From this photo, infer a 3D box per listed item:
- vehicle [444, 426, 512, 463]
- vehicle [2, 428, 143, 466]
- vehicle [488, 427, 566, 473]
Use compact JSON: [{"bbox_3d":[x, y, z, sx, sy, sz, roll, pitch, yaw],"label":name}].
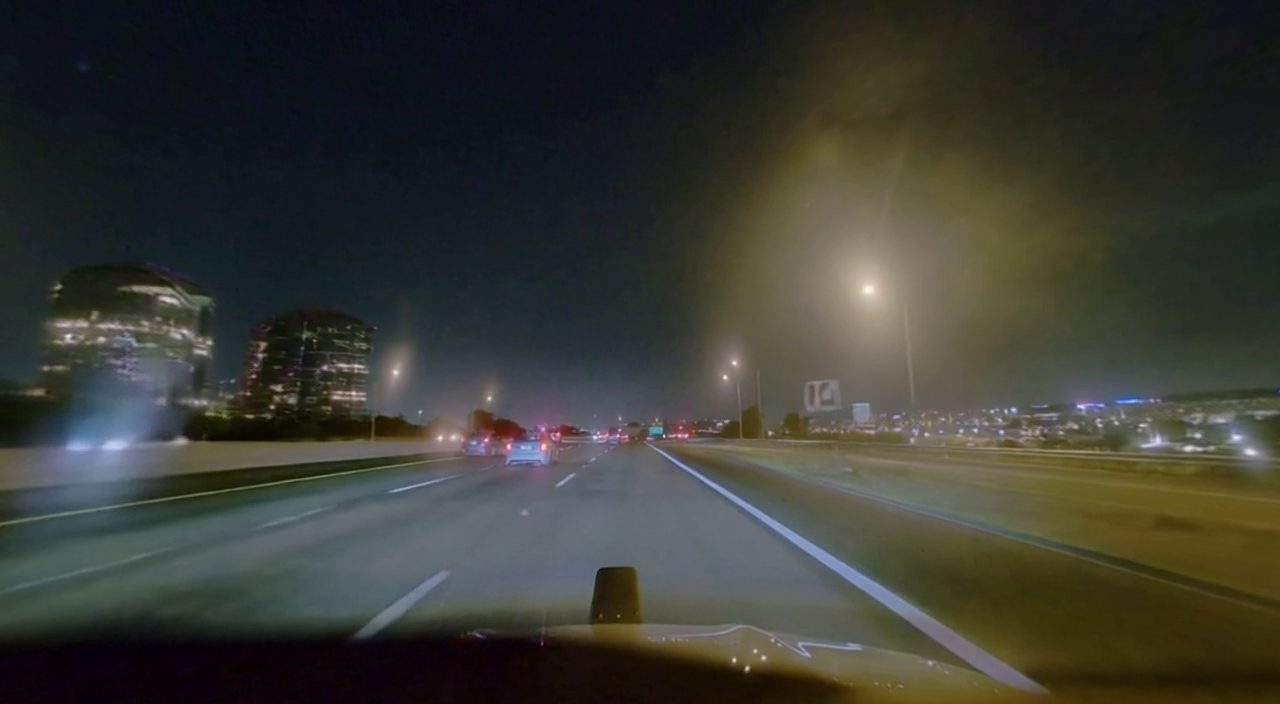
[{"bbox_3d":[-7.550,4.339,29.727,1.985,1.575,4.453,0,-8,1],"label":"vehicle"},{"bbox_3d":[-24.738,4.139,27.711,1.782,1.520,4.747,0,-8,0],"label":"vehicle"},{"bbox_3d":[-3.968,3.539,22.906,1.996,1.490,4.571,0,-8,0],"label":"vehicle"}]
